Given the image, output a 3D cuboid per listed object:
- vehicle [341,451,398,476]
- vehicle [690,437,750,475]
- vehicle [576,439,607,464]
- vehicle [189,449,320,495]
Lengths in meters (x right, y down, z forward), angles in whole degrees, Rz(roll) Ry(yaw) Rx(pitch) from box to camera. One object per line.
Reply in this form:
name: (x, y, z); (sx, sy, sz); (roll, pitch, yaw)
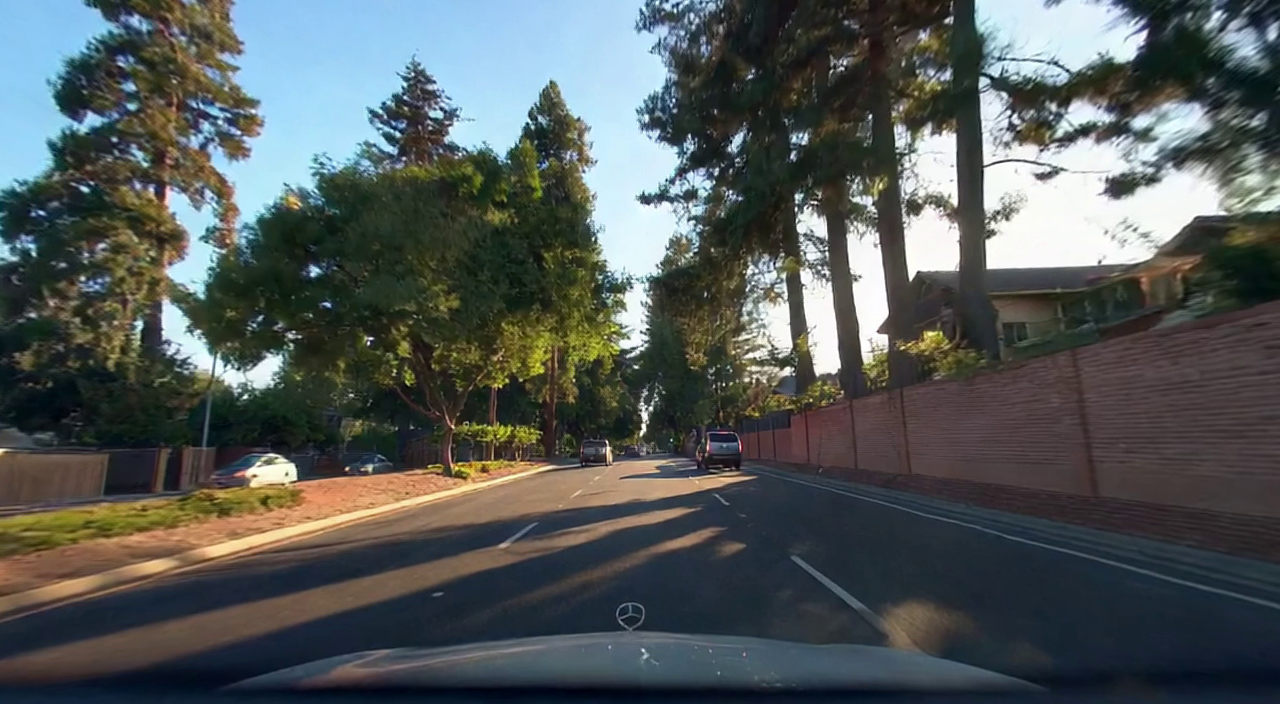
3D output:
vehicle: (-17.028, 7.004, 39.805); (1.855, 1.494, 3.825); (0, -8, 1)
vehicle: (3.823, 5.106, 31.175); (2.321, 1.695, 5.037); (0, -8, 0)
vehicle: (-3.614, 7.466, 47.385); (2.002, 1.747, 4.728); (0, -8, -1)
vehicle: (-13.915, 4.329, 23.135); (1.838, 1.477, 4.622); (0, -8, 0)
